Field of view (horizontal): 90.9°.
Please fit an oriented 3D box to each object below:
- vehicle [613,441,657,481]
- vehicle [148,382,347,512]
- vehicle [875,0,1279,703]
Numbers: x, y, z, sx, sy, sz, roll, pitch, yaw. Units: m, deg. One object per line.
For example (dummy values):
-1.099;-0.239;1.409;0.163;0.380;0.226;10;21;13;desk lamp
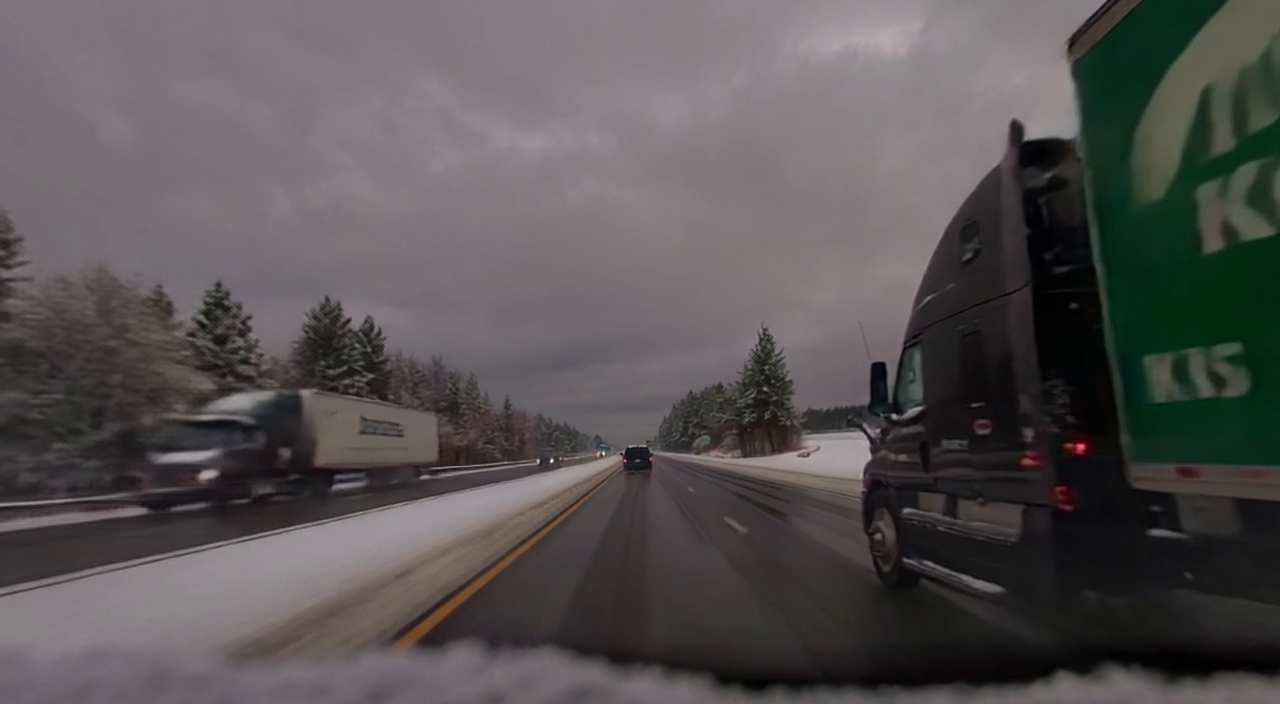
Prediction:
-0.235;5.474;31.905;2.105;1.865;4.102;0;-9;0;vehicle
-13.444;3.360;22.392;3.008;3.963;5.909;0;-9;0;vehicle
4.283;-0.536;0.779;3.030;3.985;12.707;0;-9;0;vehicle
